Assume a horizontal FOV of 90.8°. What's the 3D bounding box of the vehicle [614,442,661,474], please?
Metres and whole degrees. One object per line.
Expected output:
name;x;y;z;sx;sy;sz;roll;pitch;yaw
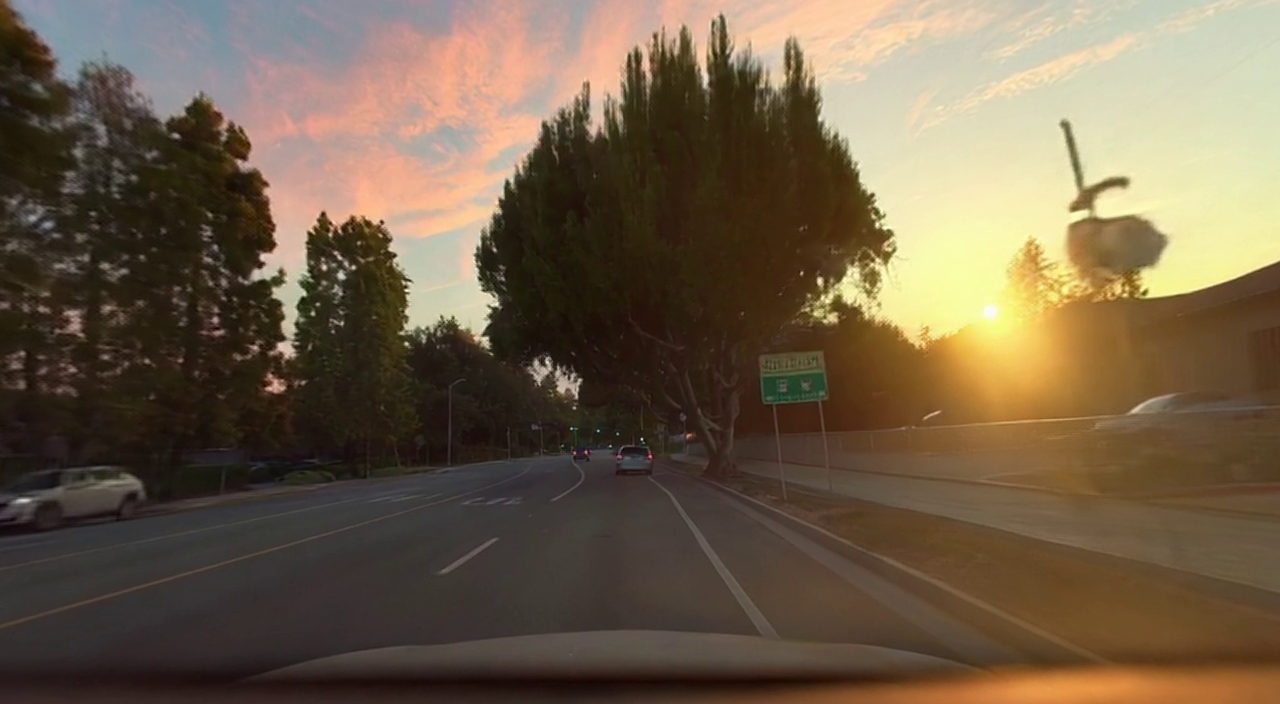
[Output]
vehicle;-0.059;5.227;31.421;2.111;1.466;4.223;-1;-8;2
